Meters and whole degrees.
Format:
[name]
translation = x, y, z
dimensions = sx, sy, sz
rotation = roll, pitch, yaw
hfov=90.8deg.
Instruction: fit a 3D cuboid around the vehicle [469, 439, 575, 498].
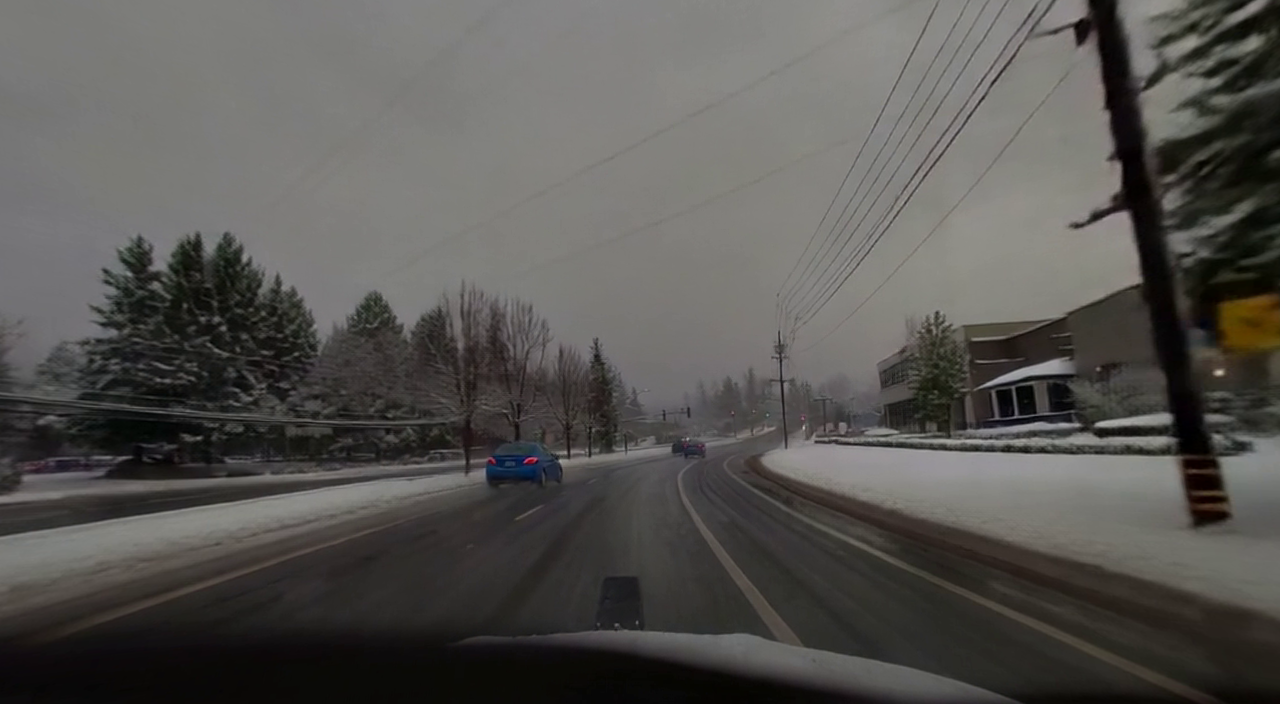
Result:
[vehicle]
translation = -3.271, 3.302, 18.482
dimensions = 1.928, 1.488, 4.635
rotation = -1, -8, 4
